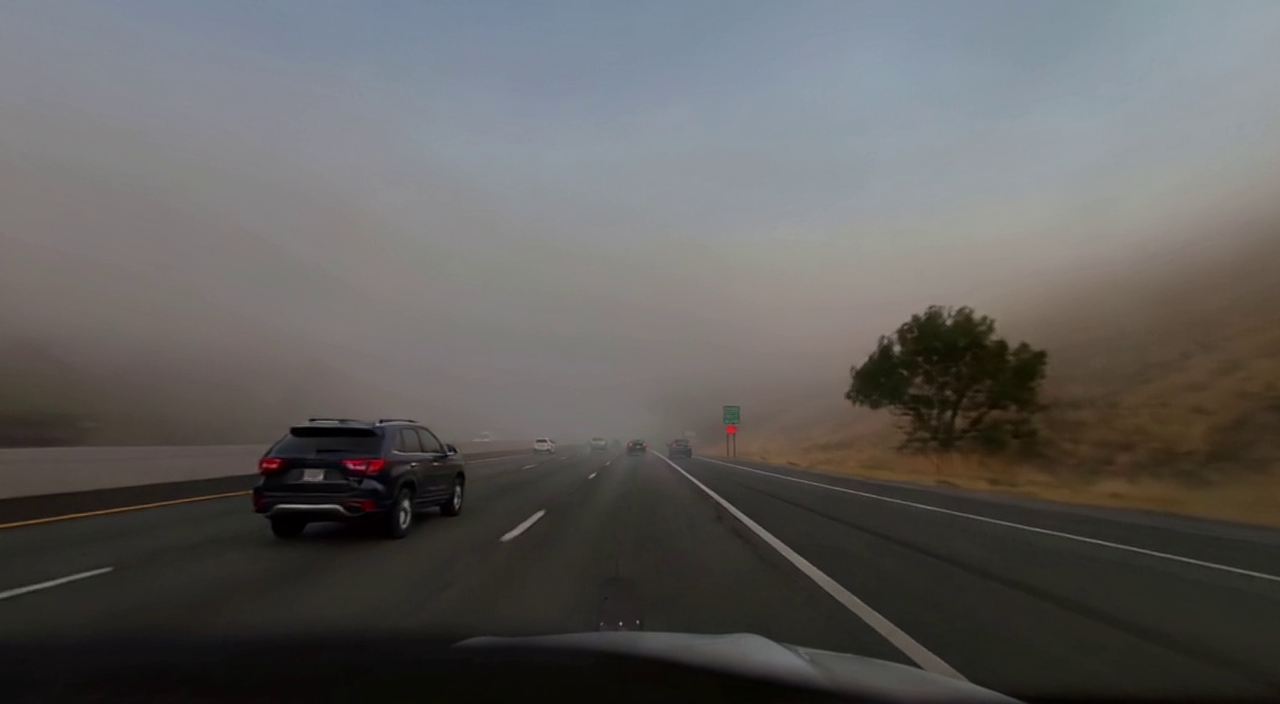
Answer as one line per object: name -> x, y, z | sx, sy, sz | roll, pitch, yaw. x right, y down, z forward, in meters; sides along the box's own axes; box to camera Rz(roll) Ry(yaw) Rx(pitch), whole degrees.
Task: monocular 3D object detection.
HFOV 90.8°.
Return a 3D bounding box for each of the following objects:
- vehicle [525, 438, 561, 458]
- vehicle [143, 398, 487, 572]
vehicle -> -7.450, 7.376, 48.710 | 2.020, 1.447, 4.322 | 0, -8, 1
vehicle -> -3.768, 1.652, 8.606 | 2.166, 1.700, 4.661 | 0, -8, 0
